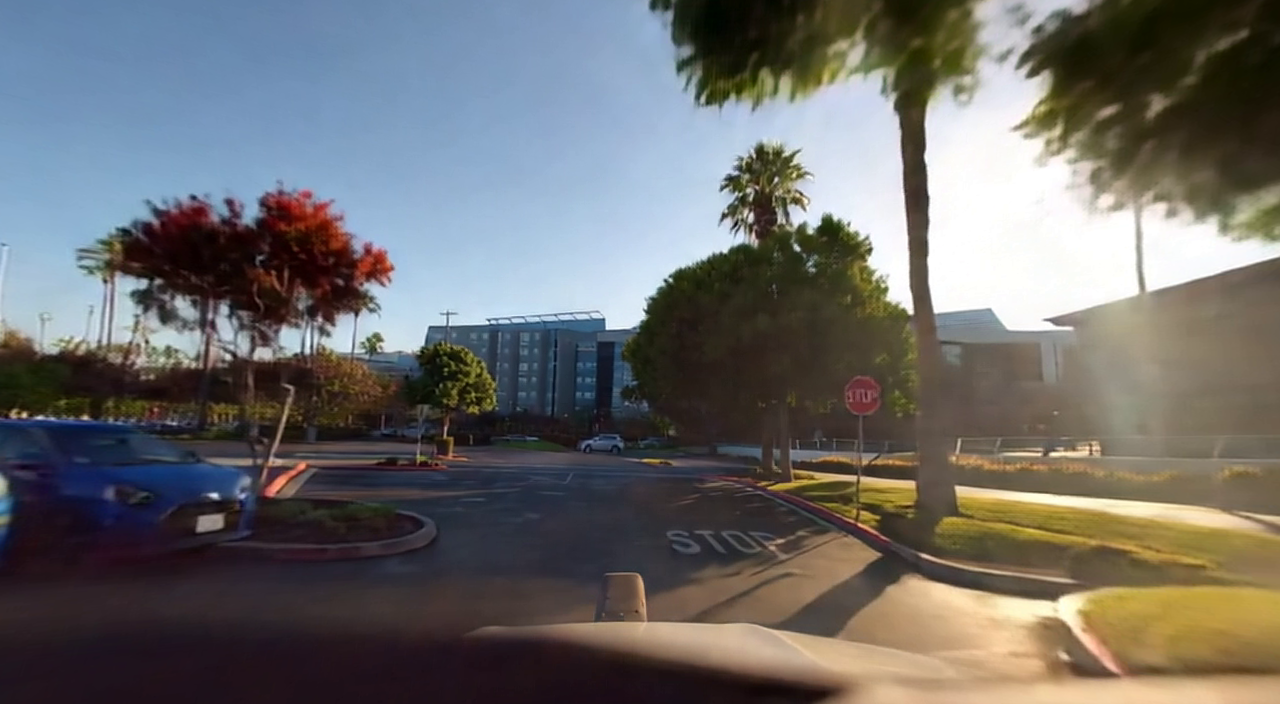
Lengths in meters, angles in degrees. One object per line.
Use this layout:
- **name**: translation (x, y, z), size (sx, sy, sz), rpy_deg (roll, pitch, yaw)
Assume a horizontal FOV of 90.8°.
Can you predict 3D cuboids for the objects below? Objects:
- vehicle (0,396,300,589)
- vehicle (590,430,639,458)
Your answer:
- **vehicle**: translation (-6.516, 1.413, 6.920), size (4.615, 1.642, 1.978), rpy_deg (-2, -9, 12)
- **vehicle**: translation (-1.690, 5.933, 40.667), size (2.071, 1.700, 4.367), rpy_deg (3, -9, -18)
